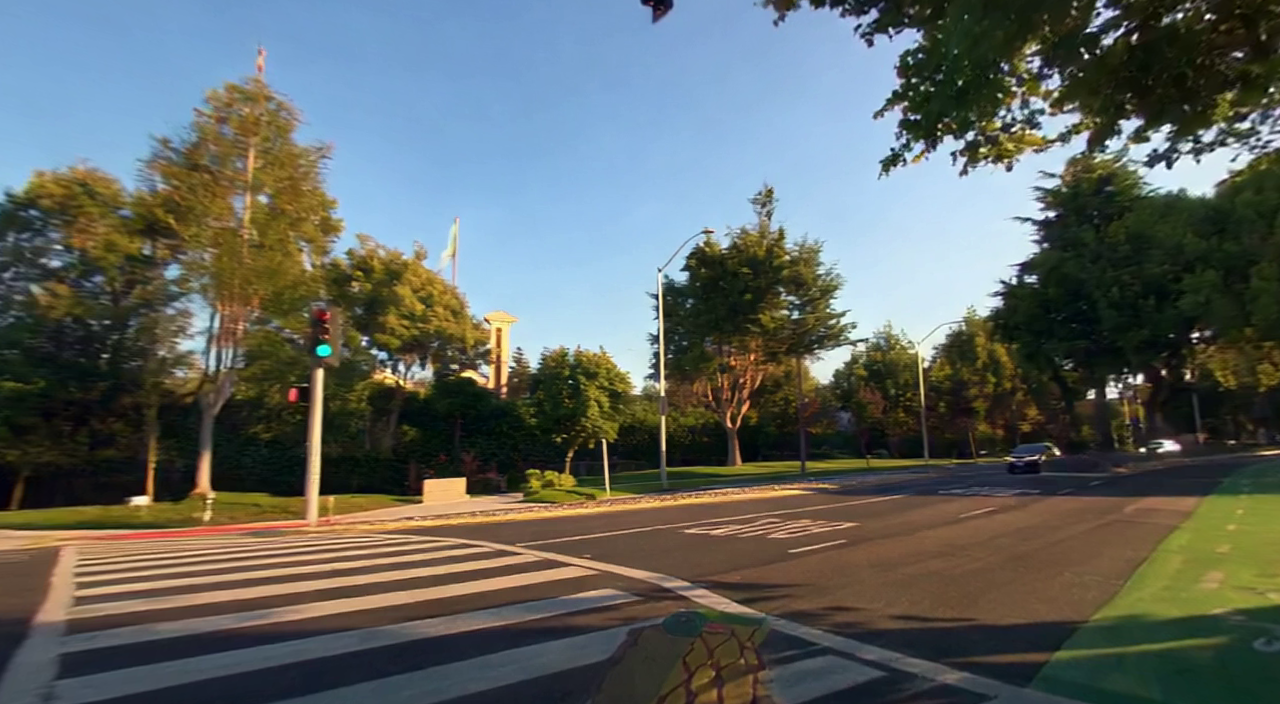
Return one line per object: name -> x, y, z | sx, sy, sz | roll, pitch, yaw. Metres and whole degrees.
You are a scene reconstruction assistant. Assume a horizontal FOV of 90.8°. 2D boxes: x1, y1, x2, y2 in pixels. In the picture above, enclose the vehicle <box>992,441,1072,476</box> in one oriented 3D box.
vehicle -> 18.212, 4.889, 29.252 | 2.071, 1.456, 4.663 | -8, -12, 43
